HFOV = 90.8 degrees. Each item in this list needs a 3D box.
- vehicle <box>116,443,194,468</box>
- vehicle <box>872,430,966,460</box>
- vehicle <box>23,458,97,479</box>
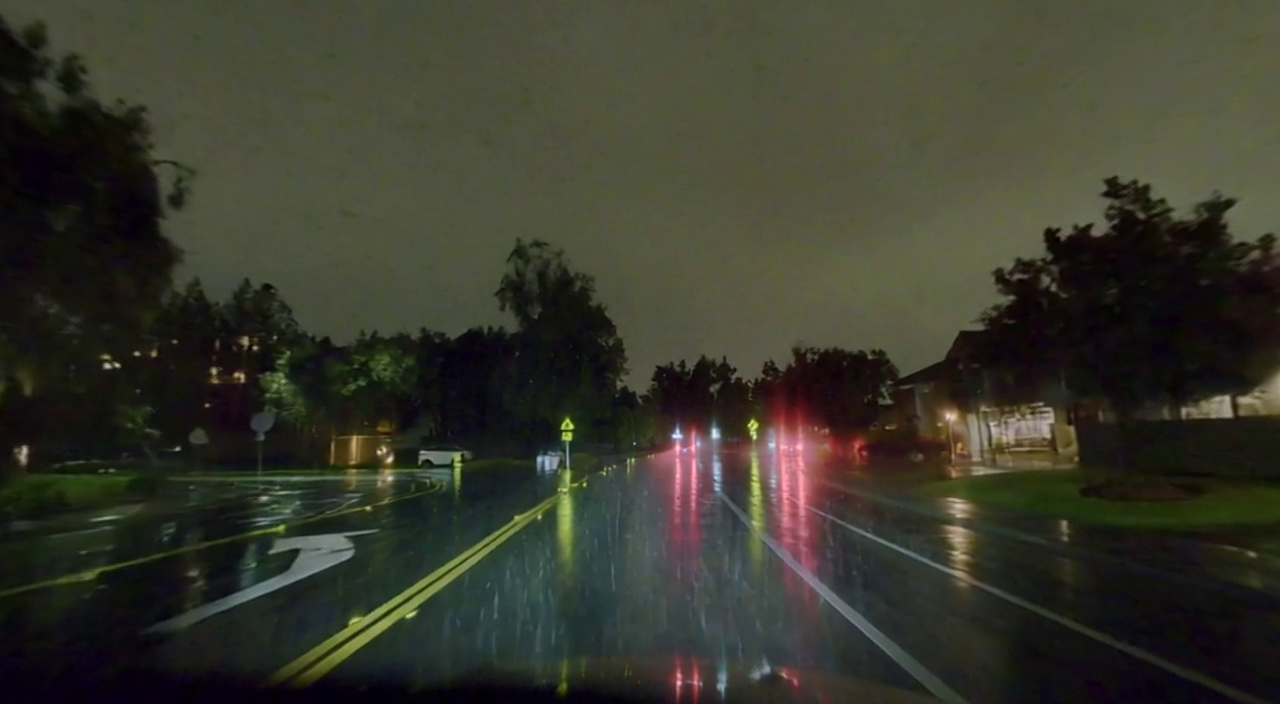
[{"bbox_3d":[-34.899,7.435,45.494,4.230,1.733,1.877,-1,-8,7],"label":"vehicle"},{"bbox_3d":[18.224,6.112,41.429,5.035,1.772,2.115,-1,-10,-1],"label":"vehicle"},{"bbox_3d":[-43.037,8.631,46.878,3.981,1.446,1.765,-1,-9,7],"label":"vehicle"}]
